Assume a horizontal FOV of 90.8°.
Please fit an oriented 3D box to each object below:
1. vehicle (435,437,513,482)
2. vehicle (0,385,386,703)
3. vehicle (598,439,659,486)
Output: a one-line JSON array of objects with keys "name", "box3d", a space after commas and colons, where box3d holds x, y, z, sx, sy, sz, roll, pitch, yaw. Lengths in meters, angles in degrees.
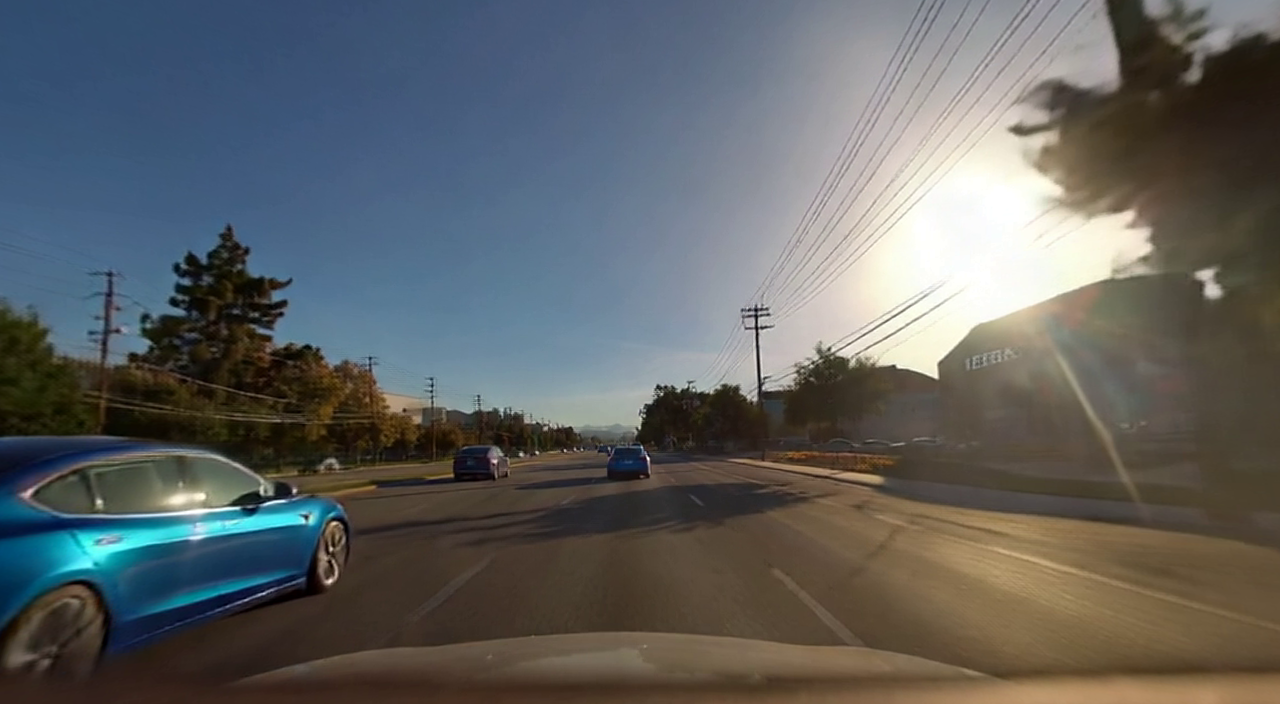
[{"name": "vehicle", "box3d": [-7.319, 4.785, 28.455, 2.203, 1.819, 4.547, 0, -9, 1]}, {"name": "vehicle", "box3d": [-3.661, 1.162, 4.050, 1.985, 1.607, 4.892, 0, -9, 0]}, {"name": "vehicle", "box3d": [-0.413, 4.244, 24.640, 2.189, 1.652, 4.135, 0, -9, 0]}]
